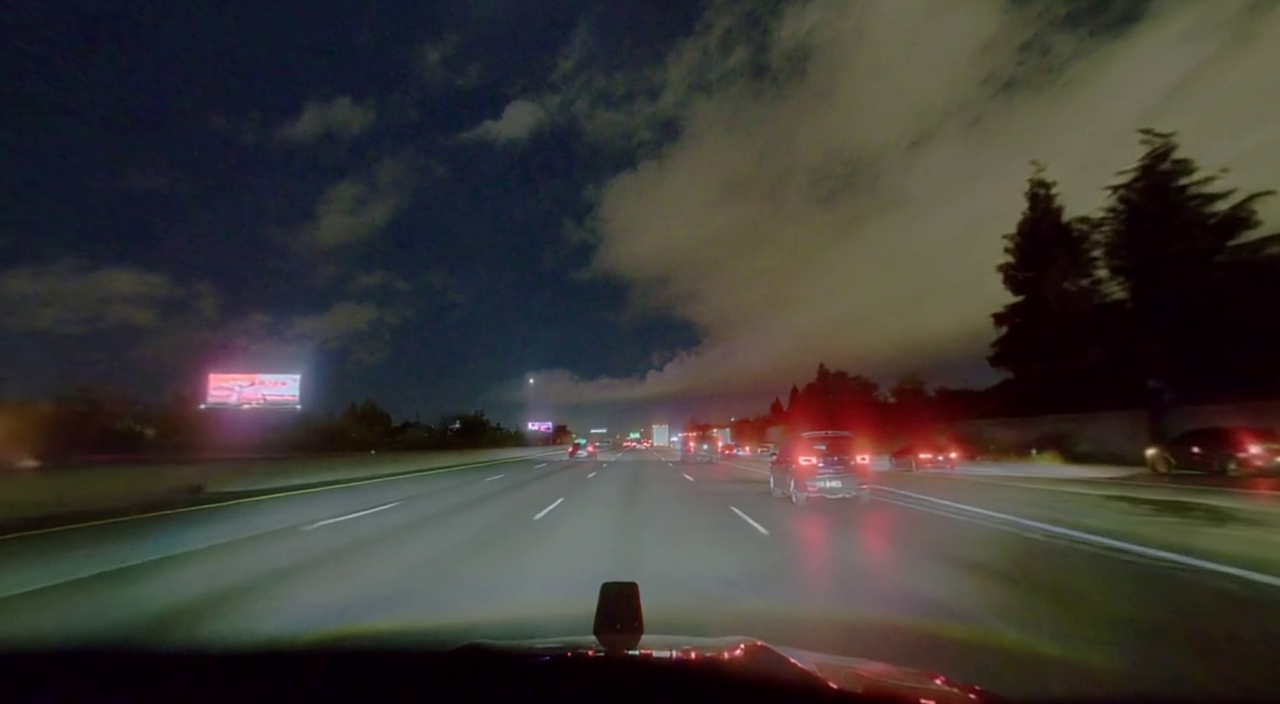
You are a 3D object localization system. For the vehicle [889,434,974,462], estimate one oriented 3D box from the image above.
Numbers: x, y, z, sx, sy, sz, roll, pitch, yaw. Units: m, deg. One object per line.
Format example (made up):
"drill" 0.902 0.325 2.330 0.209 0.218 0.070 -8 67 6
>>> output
"vehicle" 20.735 6.876 45.093 2.261 1.824 5.678 2 -9 -17

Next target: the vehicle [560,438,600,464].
"vehicle" -3.663 6.100 39.004 2.066 1.500 4.415 0 -8 0

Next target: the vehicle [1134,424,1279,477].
"vehicle" 23.128 3.901 24.970 2.139 1.881 5.005 3 -9 -20

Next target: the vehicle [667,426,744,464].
"vehicle" 3.823 6.051 40.857 3.042 2.004 14.051 0 -8 -2
